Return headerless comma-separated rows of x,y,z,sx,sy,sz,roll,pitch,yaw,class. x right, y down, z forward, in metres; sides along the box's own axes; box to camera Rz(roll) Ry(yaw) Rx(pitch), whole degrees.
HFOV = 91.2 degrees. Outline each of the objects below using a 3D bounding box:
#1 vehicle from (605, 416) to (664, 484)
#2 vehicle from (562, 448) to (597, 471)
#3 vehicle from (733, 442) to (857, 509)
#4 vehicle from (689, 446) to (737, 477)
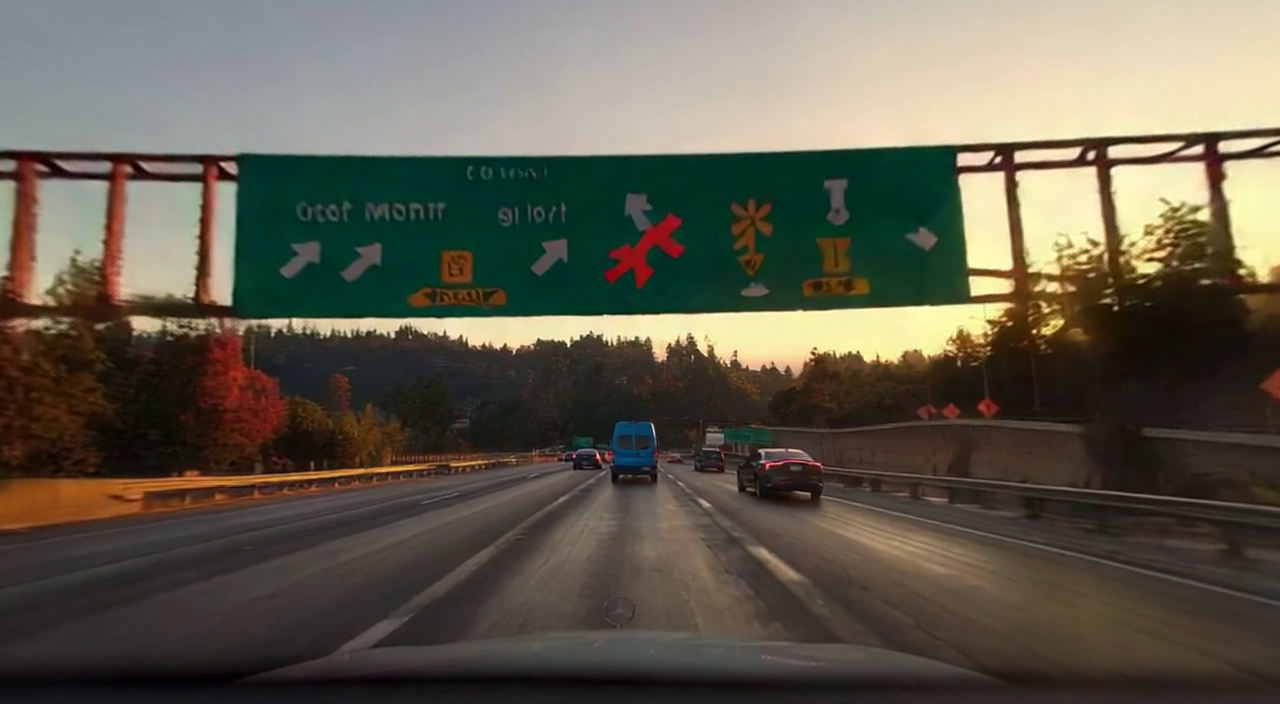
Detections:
-0.230,4.150,26.551,2.268,2.551,5.144,0,-9,0,vehicle
-4.118,7.413,43.395,2.003,1.498,4.386,0,-9,-1,vehicle
3.863,3.172,16.593,2.015,1.491,4.732,0,-9,-1,vehicle
3.737,5.728,32.956,1.978,1.510,4.462,0,-9,0,vehicle
